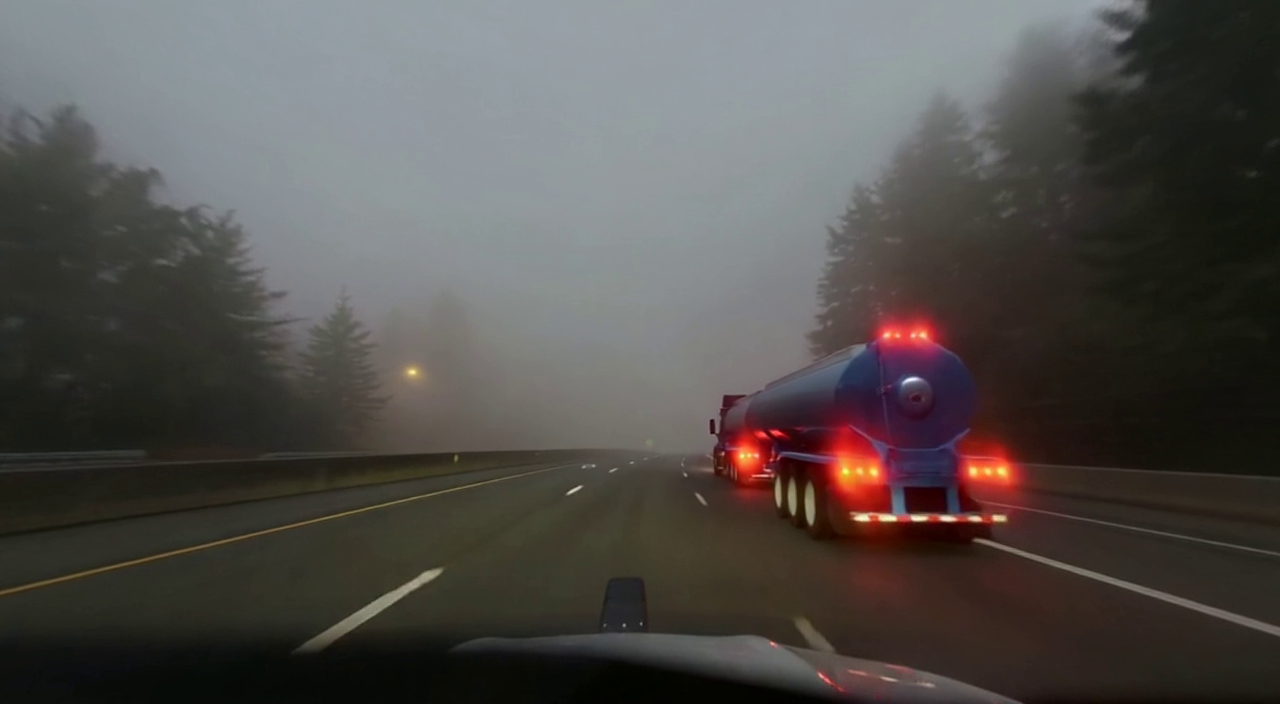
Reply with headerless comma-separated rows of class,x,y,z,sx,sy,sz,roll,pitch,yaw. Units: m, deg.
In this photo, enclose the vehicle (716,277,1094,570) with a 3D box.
vehicle,4.074,1.880,14.965,2.880,3.624,14.397,0,-8,1
